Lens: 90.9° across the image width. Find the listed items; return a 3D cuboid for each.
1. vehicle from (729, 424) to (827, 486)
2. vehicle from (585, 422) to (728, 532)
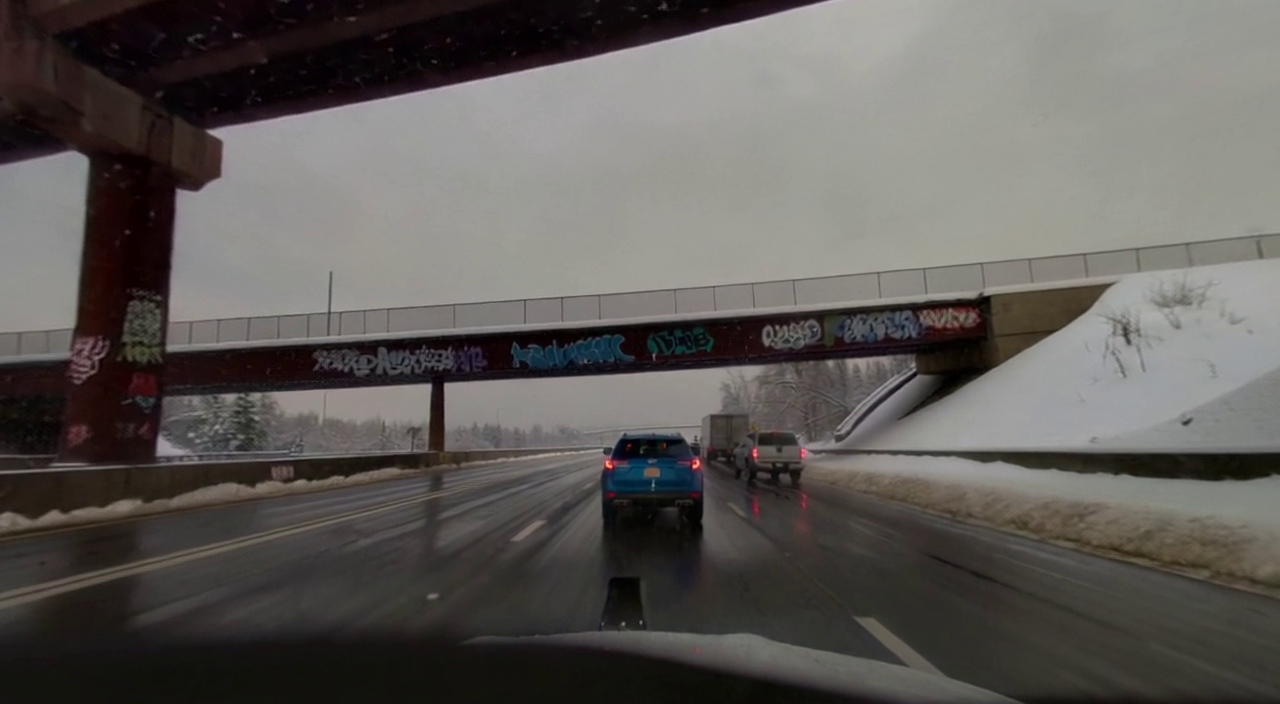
[{"bbox_3d":[4.766,3.690,22.889,2.311,1.922,5.977,0,-8,1],"label":"vehicle"},{"bbox_3d":[0.277,2.215,11.690,2.193,1.651,3.946,0,-8,1],"label":"vehicle"}]
